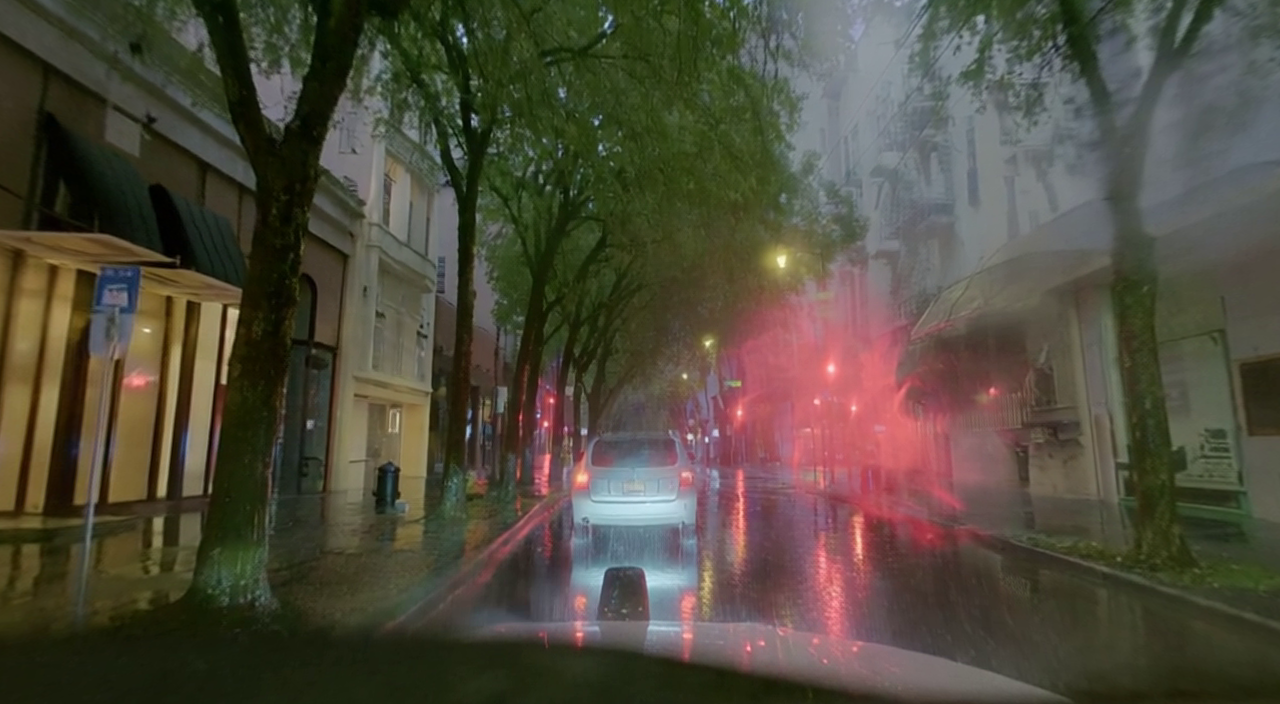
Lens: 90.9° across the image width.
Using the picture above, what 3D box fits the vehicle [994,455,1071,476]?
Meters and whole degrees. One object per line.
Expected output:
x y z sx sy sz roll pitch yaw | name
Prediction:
29.816 8.599 47.920 4.668 1.441 1.904 1 -9 -6 | vehicle

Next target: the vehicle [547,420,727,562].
-0.080 1.901 9.315 2.079 1.621 3.861 0 -8 -1 | vehicle

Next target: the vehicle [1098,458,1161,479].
37.103 8.819 47.799 3.445 1.363 1.608 2 -8 -1 | vehicle
